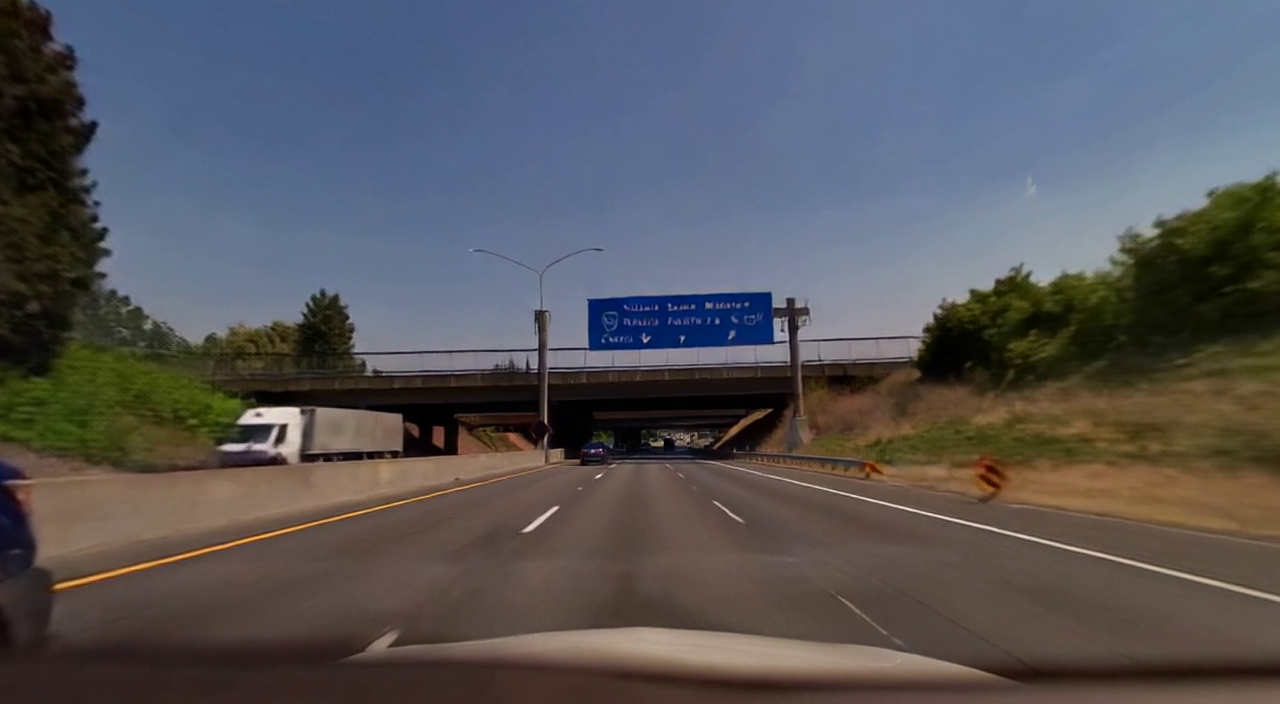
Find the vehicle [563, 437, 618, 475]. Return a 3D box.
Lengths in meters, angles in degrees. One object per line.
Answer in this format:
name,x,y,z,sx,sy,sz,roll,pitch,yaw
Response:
vehicle,-2.265,4.942,30.011,2.183,1.662,3.968,0,-9,1

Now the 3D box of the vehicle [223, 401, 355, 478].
vehicle,-20.264,5.165,37.008,3.882,4.112,6.304,0,-9,0

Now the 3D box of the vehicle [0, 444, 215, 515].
vehicle,-12.282,2.885,14.738,1.869,1.414,4.059,0,-9,-1
